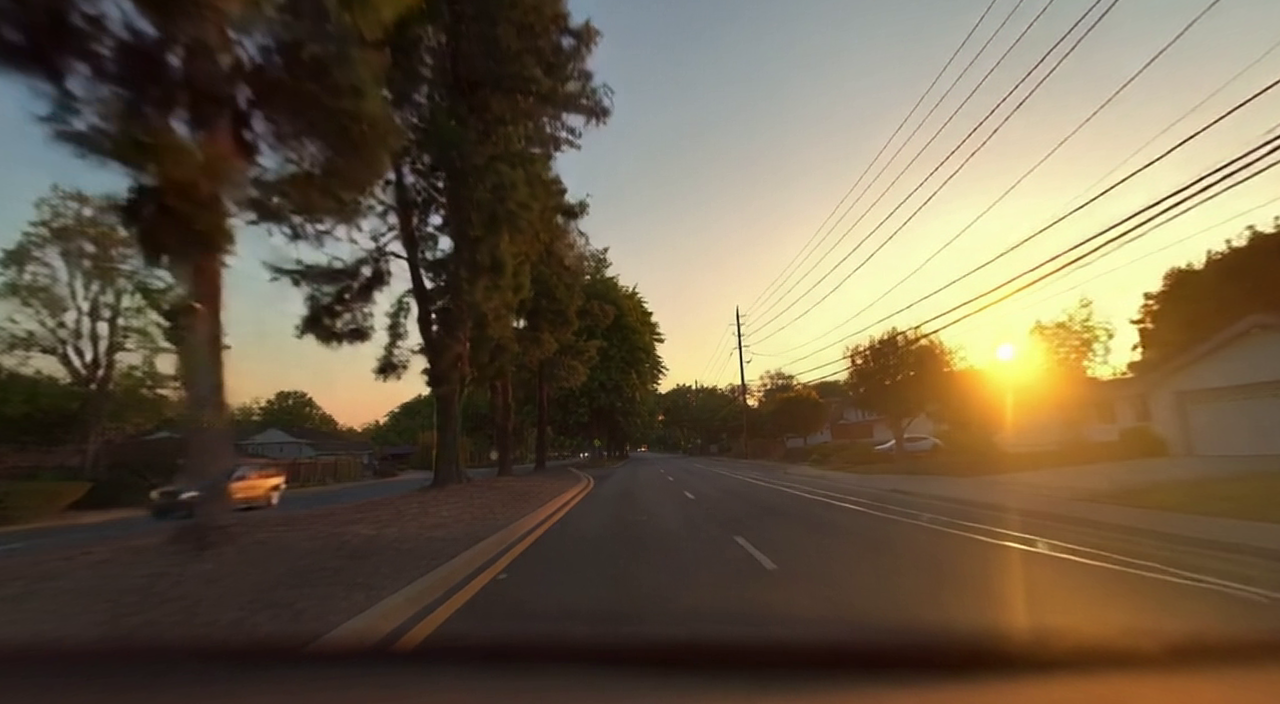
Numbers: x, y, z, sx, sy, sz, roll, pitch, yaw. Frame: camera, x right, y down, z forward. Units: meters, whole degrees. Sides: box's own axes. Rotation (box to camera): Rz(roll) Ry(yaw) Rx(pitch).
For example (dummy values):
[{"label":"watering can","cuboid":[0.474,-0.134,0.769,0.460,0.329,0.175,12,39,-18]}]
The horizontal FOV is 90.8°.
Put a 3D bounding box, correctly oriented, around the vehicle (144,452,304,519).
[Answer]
[{"label":"vehicle","cuboid":[-13.440,4.283,20.885,2.112,1.847,4.765,0,-8,-2]}]
